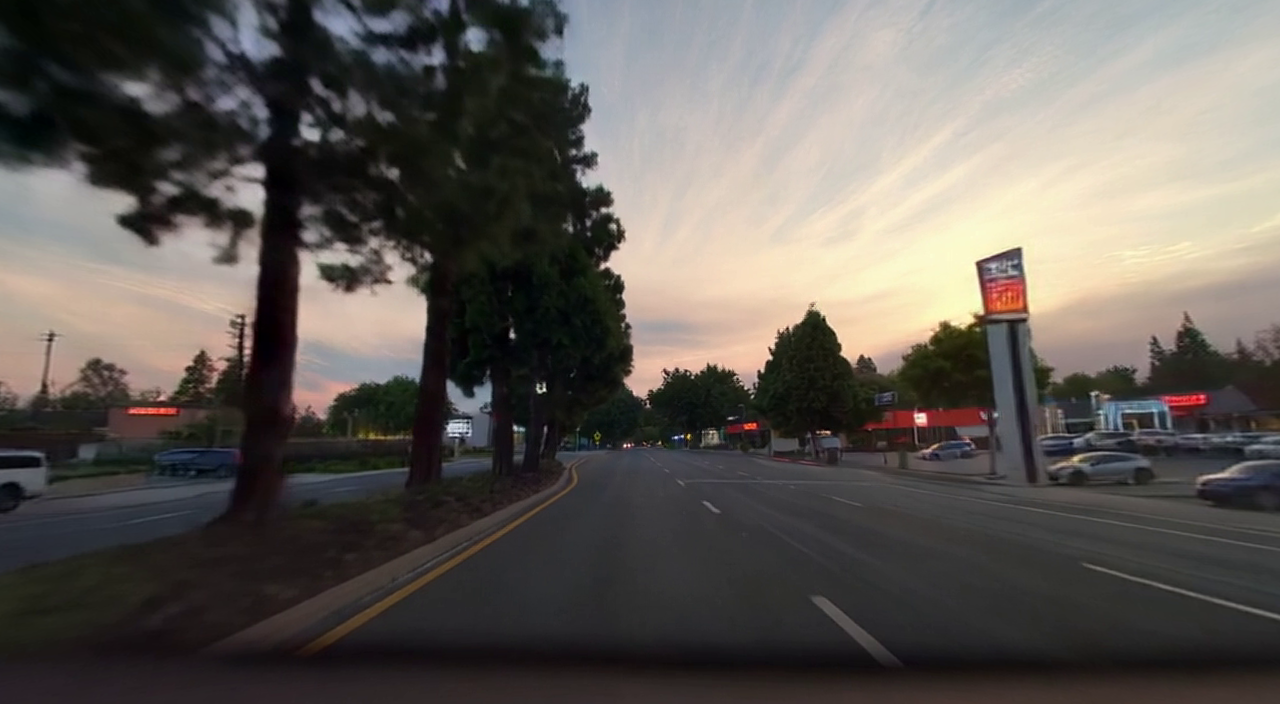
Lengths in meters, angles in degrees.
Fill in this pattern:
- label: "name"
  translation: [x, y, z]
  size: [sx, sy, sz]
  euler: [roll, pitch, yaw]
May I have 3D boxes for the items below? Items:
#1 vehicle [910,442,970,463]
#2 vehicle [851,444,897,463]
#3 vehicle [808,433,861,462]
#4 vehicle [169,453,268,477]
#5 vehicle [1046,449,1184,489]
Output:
- label: "vehicle"
  translation: [22.492, 7.602, 47.540]
  size: [1.791, 1.458, 4.316]
  euler: [0, -10, -11]
- label: "vehicle"
  translation: [17.710, 7.697, 48.038]
  size: [1.873, 1.383, 3.754]
  euler: [0, -9, -3]
- label: "vehicle"
  translation: [14.710, 7.305, 48.105]
  size: [2.235, 2.016, 5.481]
  euler: [-2, -9, 0]
- label: "vehicle"
  translation: [-26.869, 7.202, 40.404]
  size: [4.777, 1.469, 1.937]
  euler: [0, -9, -5]
- label: "vehicle"
  translation: [20.782, 5.125, 27.794]
  size: [4.423, 1.633, 2.010]
  euler: [0, -9, 0]
